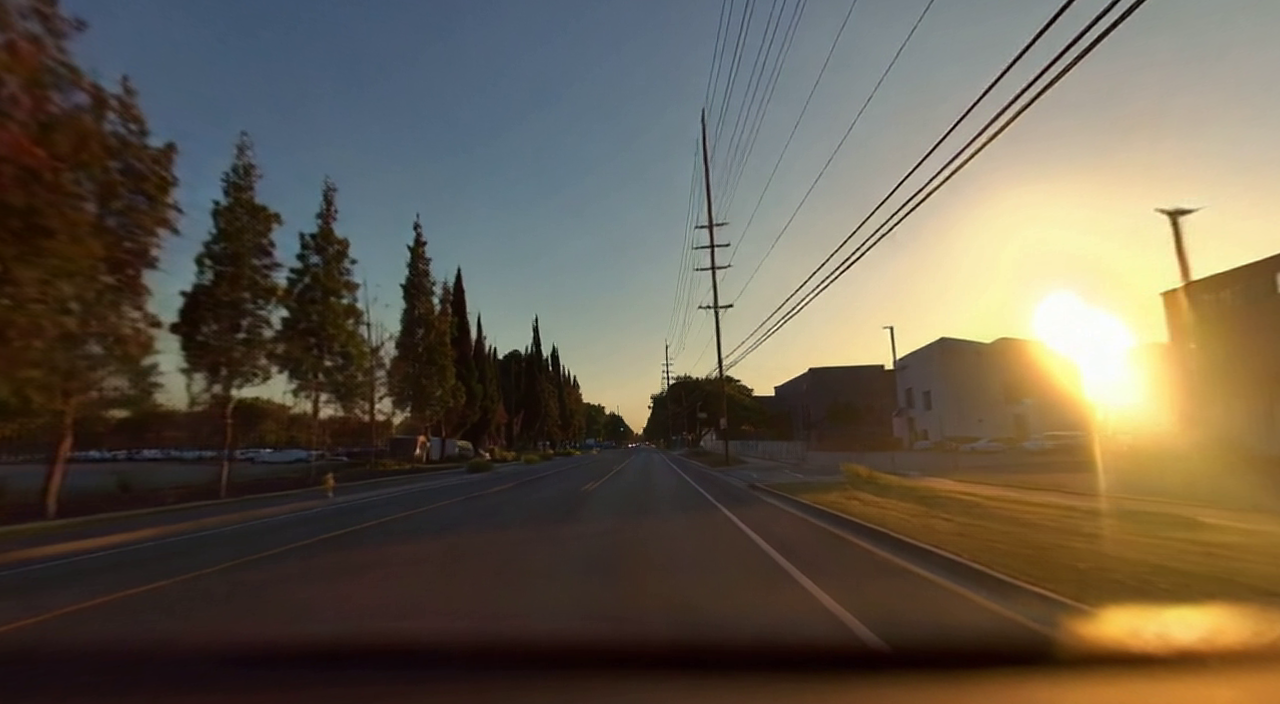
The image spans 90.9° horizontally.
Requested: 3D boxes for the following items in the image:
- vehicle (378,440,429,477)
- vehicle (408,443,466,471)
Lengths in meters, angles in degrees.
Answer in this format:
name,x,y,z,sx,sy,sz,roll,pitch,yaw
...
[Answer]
name,x,y,z,sx,sy,sz,roll,pitch,yaw
vehicle,-16.384,7.348,43.892,1.972,1.891,3.936,-3,-2,1
vehicle,-13.952,7.237,43.713,1.949,1.735,5.568,-2,-8,3
